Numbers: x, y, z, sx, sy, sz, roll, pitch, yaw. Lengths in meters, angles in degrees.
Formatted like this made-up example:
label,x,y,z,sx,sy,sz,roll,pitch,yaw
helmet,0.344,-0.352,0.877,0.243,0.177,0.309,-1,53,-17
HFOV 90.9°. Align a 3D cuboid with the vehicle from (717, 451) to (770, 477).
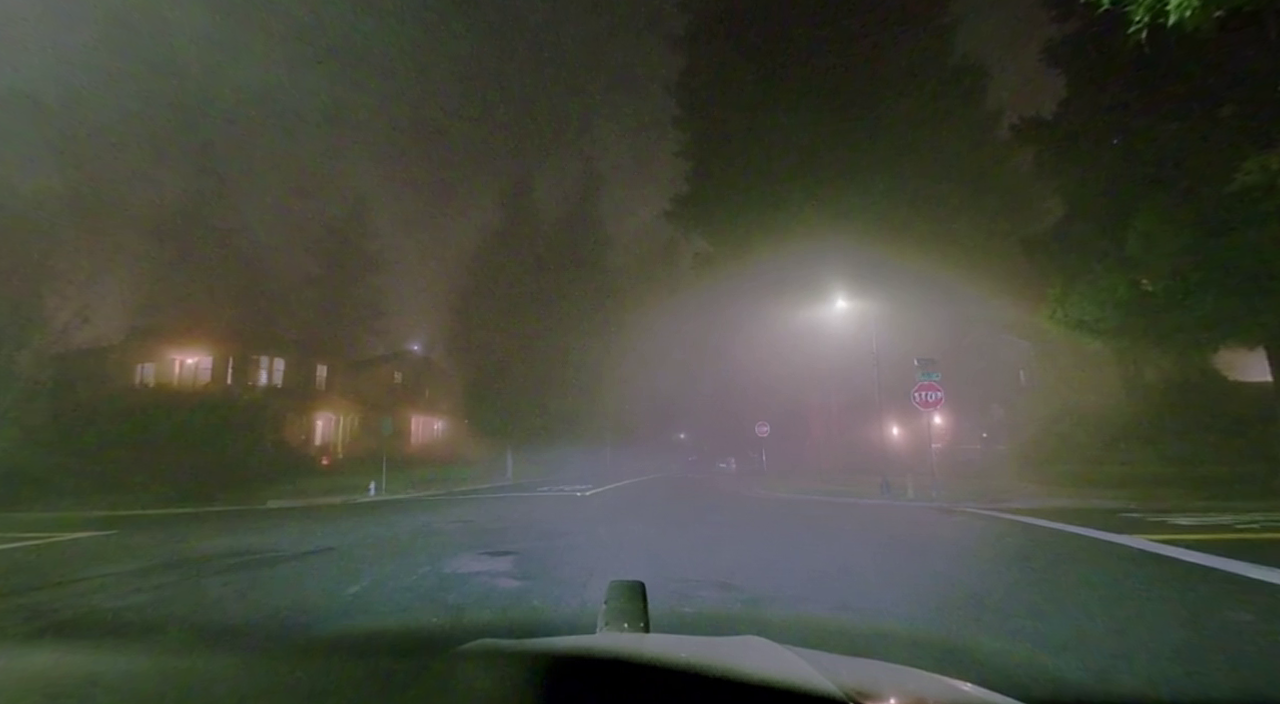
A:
label,x,y,z,sx,sy,sz,roll,pitch,yaw
vehicle,7.249,7.724,43.670,2.692,1.649,4.689,-3,-9,20
